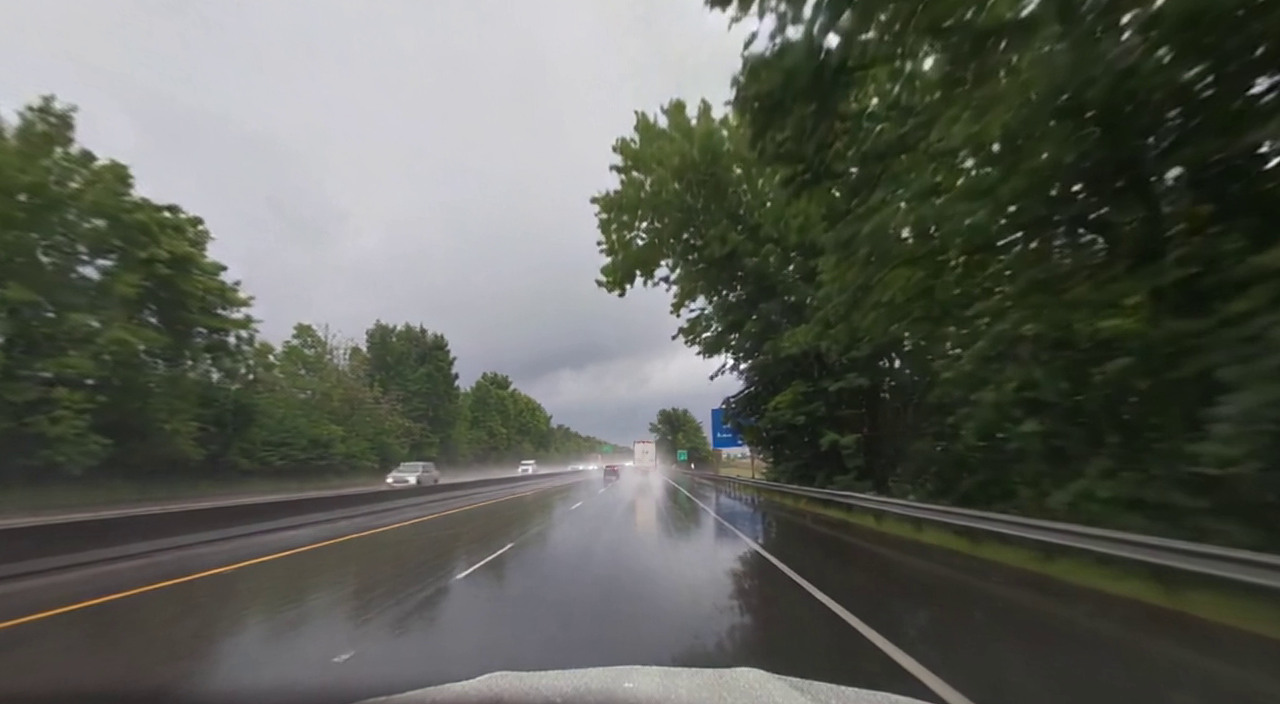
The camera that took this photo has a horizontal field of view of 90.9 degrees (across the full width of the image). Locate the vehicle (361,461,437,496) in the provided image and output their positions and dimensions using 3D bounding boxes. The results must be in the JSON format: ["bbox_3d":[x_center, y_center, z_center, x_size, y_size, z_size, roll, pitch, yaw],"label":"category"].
[{"bbox_3d":[-11.257,5.951,29.741,1.894,1.469,3.976,1,-10,1],"label":"vehicle"}]

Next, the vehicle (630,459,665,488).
[{"bbox_3d":[0.439,7.691,39.872,2.048,1.663,4.377,1,-10,0],"label":"vehicle"}]
